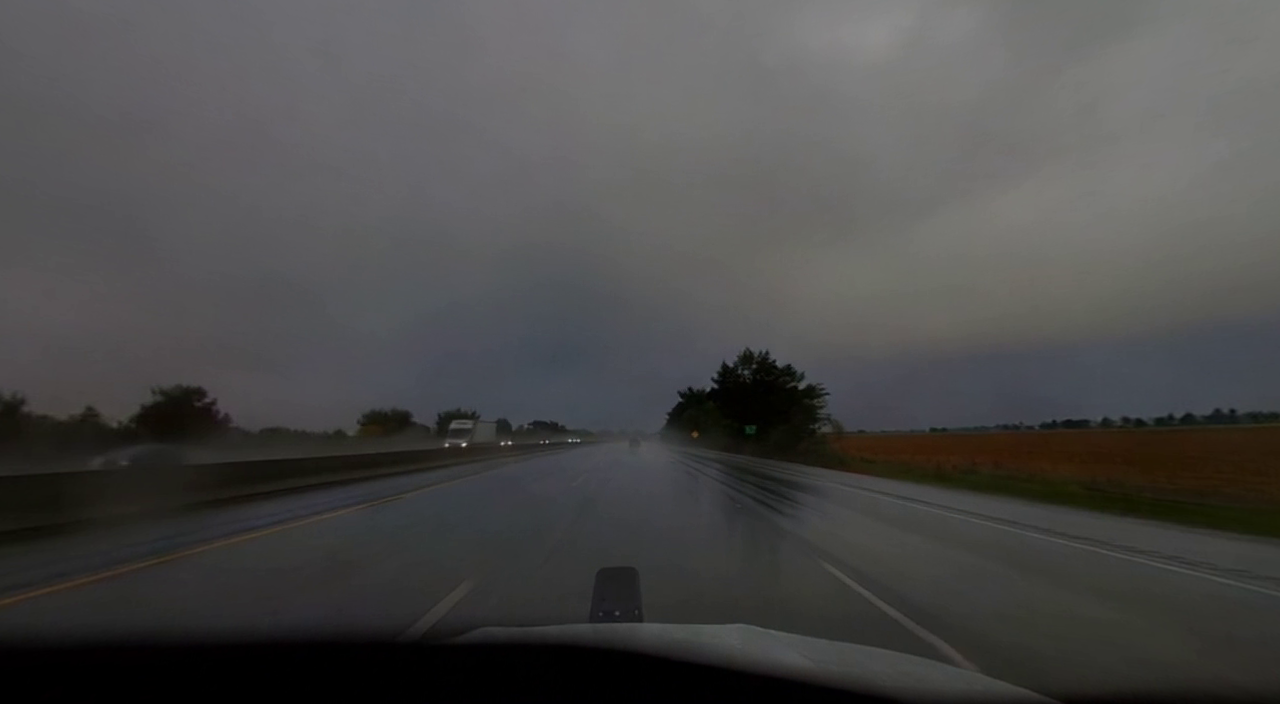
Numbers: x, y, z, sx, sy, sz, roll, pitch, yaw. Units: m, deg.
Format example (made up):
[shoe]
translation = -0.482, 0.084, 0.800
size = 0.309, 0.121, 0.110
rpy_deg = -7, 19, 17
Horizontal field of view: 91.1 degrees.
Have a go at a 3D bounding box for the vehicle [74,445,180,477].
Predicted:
[vehicle]
translation = -26.939, 5.696, 33.257
size = 1.869, 1.506, 4.460
rpy_deg = 0, -8, -1
